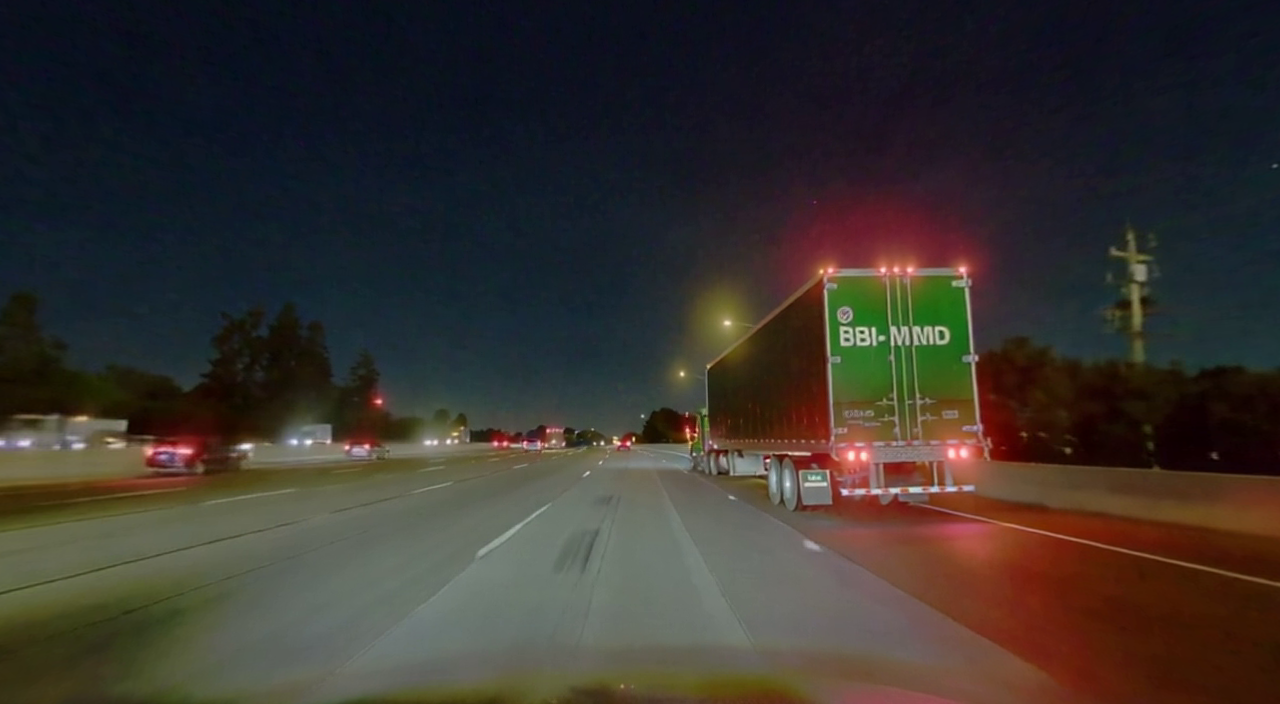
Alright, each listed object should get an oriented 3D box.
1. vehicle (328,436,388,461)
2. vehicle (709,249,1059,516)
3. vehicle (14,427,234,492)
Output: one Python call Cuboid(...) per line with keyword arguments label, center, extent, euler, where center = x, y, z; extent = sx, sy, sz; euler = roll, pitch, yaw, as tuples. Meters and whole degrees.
Cuboid(label="vehicle", center=(-18.473, 6.362, 41.580), extent=(1.913, 1.540, 4.540), euler=(0, -8, -1))
Cuboid(label="vehicle", center=(4.361, 1.486, 16.777), extent=(2.891, 3.944, 15.051), euler=(0, -8, -2))
Cuboid(label="vehicle", center=(-14.731, 3.111, 18.610), extent=(1.970, 1.618, 5.364), euler=(0, -8, 0))
